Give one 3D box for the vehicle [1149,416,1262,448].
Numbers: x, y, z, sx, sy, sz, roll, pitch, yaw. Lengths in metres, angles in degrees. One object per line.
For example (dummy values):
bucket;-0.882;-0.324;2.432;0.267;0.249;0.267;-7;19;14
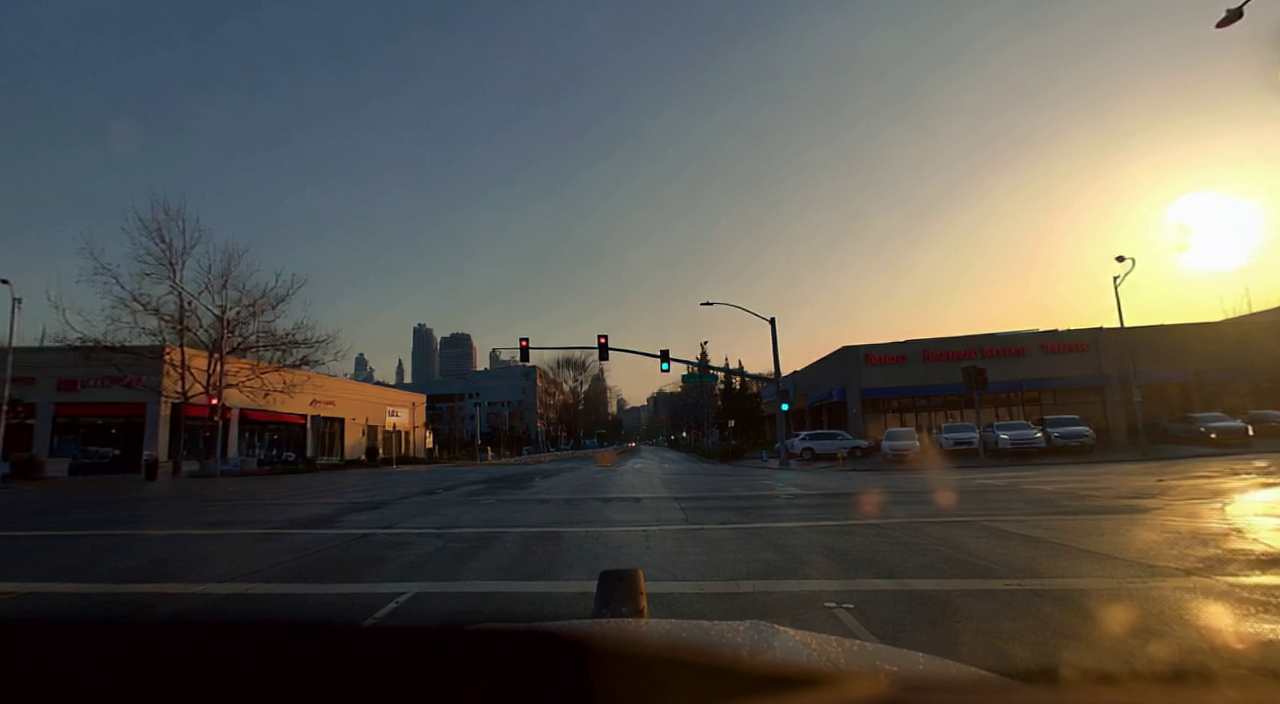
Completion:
vehicle;28.281;4.074;31.725;1.799;1.459;4.266;0;-8;3
